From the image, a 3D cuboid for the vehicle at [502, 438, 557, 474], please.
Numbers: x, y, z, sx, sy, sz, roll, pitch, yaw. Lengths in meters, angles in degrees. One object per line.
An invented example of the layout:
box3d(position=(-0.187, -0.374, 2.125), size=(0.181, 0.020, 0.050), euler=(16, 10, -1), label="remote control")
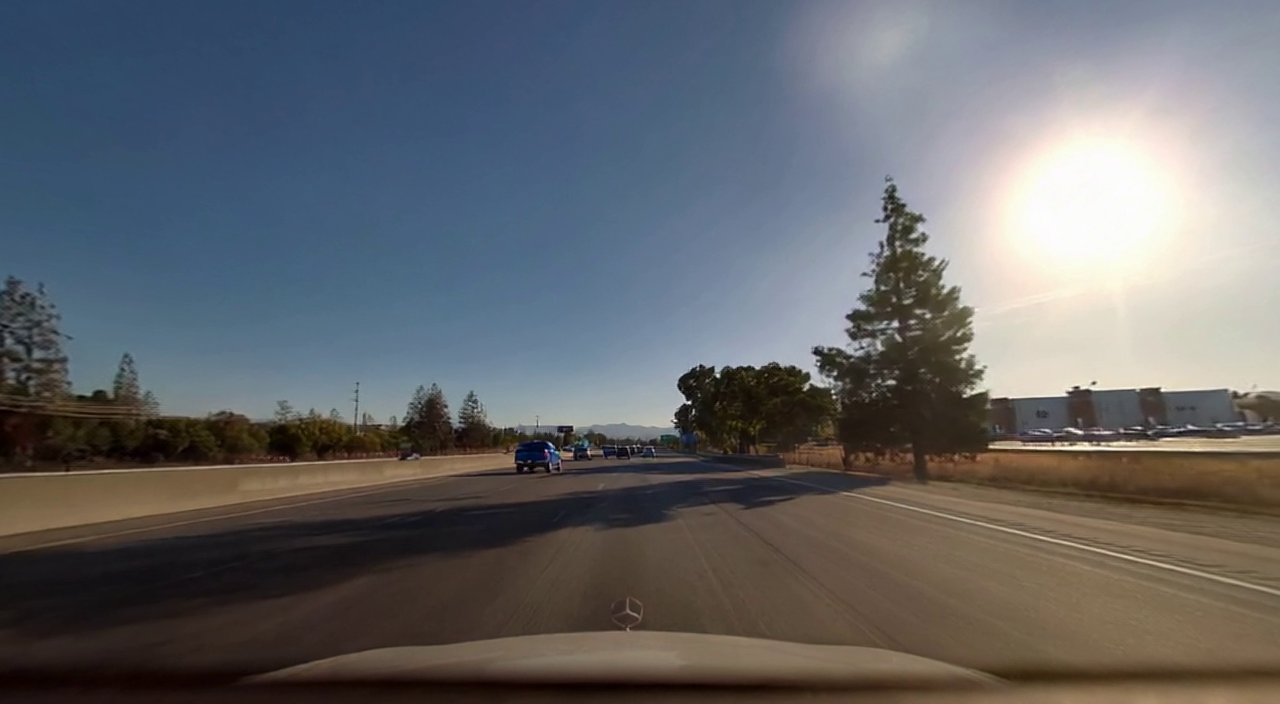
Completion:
box3d(position=(-6.389, 6.121, 37.329), size=(2.156, 1.911, 5.956), euler=(0, -8, 0), label="vehicle")
